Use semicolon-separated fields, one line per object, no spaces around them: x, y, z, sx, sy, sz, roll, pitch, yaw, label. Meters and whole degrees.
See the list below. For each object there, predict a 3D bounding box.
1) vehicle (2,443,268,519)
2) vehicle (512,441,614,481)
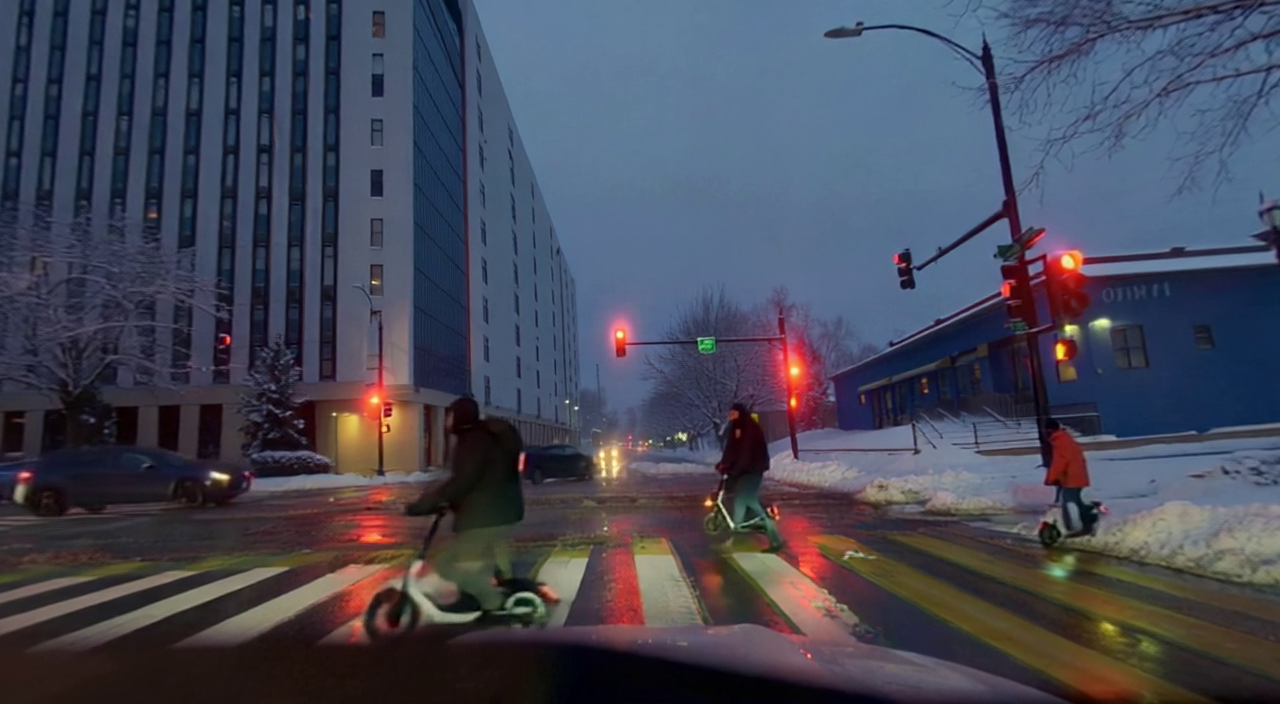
-12.572;3.217;16.086;4.802;1.724;2.122;0;-8;-5;vehicle
-3.296;4.771;27.976;2.051;1.616;4.641;-5;-10;30;vehicle
